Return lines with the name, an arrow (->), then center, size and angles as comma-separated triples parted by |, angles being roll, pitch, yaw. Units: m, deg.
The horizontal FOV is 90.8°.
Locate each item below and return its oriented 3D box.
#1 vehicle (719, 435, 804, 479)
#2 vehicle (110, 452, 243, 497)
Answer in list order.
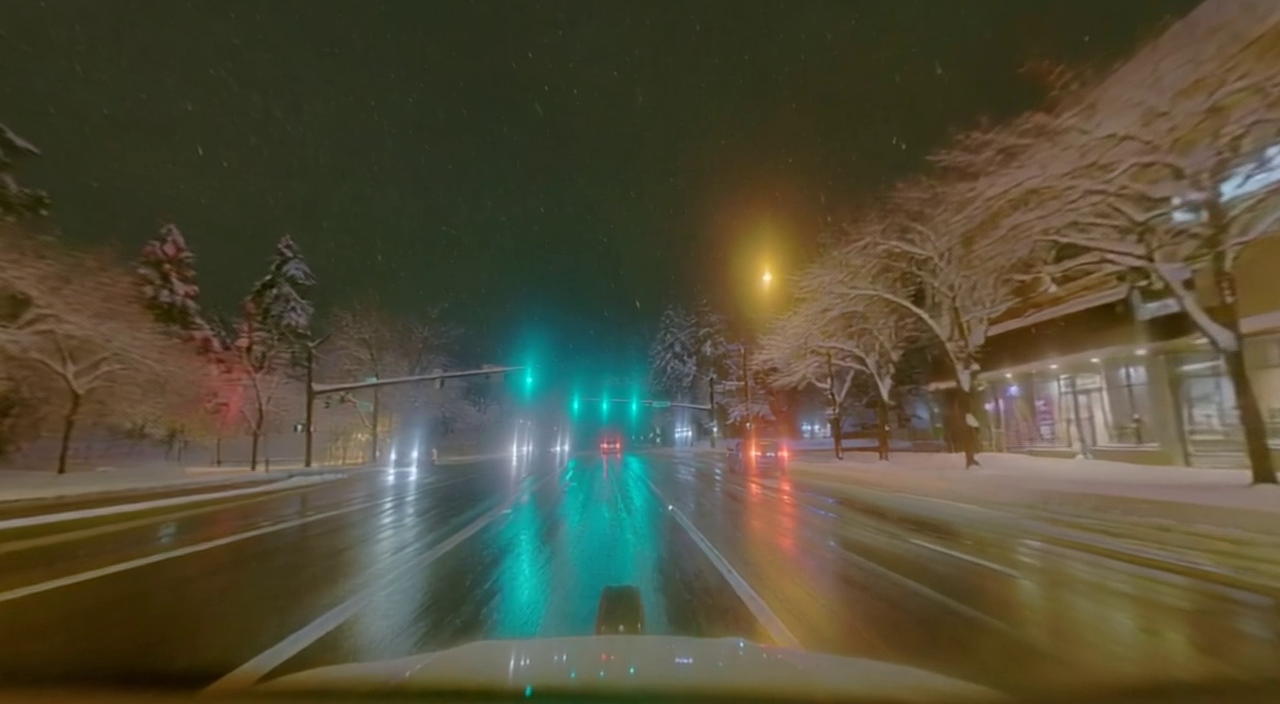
vehicle -> 4.462, 3.916, 23.926 | 2.024, 1.475, 4.600 | 0, -8, -4
vehicle -> -17.670, 4.647, 24.397 | 1.931, 1.480, 4.396 | 0, -8, -3
